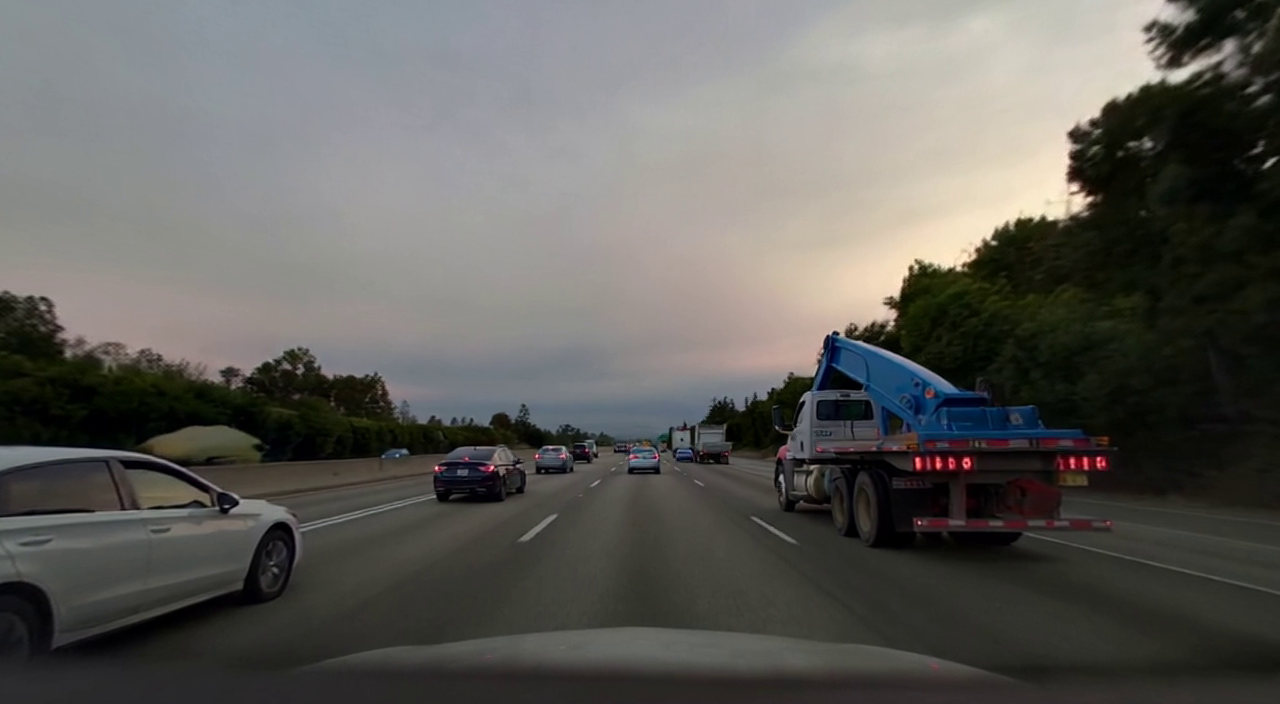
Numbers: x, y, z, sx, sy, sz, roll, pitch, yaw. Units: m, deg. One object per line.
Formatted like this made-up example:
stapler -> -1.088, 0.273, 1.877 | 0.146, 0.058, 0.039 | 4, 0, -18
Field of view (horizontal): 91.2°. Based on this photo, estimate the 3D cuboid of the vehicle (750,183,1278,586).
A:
vehicle -> 3.980, 0.854, 9.815 | 2.975, 3.618, 8.456 | 0, -9, 0

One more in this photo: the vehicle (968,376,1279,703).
vehicle -> 4.085, 0.867, 2.365 | 2.599, 1.631, 5.693 | 0, -9, 0

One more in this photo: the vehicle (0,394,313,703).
vehicle -> -4.161, 1.127, 3.929 | 1.978, 1.556, 4.119 | 0, -9, 0

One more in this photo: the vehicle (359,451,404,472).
vehicle -> -20.435, 8.645, 49.649 | 1.855, 1.539, 4.036 | 0, -9, 0

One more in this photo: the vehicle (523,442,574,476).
vehicle -> -4.452, 5.266, 30.986 | 1.858, 1.527, 3.974 | 0, -9, 1

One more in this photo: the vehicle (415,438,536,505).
vehicle -> -4.170, 3.115, 16.794 | 1.880, 1.507, 4.757 | 0, -9, 1

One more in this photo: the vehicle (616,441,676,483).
vehicle -> 0.196, 4.270, 24.605 | 2.150, 1.498, 3.988 | 0, -9, -1

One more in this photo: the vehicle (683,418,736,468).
vehicle -> 4.226, 5.795, 39.642 | 2.416, 2.829, 7.016 | 0, -9, -1
